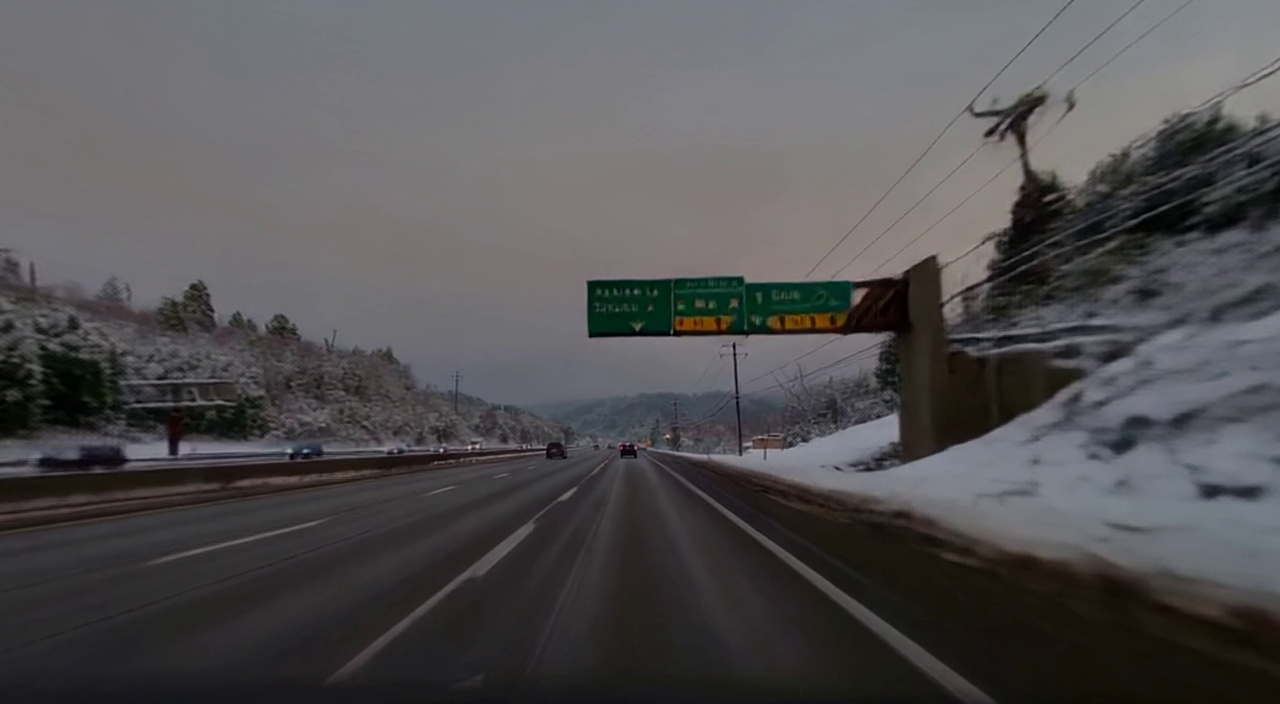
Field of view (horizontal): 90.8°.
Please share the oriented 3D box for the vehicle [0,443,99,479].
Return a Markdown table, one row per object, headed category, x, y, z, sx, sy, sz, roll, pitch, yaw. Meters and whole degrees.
| category | x | y | z | sx | sy | sz | roll | pitch | yaw |
| --- | --- | --- | --- | --- | --- | --- | --- | --- | --- |
| vehicle | -32.382 | 5.833 | 34.001 | 2.076 | 1.687 | 5.116 | -3 | -7 | 0 |
